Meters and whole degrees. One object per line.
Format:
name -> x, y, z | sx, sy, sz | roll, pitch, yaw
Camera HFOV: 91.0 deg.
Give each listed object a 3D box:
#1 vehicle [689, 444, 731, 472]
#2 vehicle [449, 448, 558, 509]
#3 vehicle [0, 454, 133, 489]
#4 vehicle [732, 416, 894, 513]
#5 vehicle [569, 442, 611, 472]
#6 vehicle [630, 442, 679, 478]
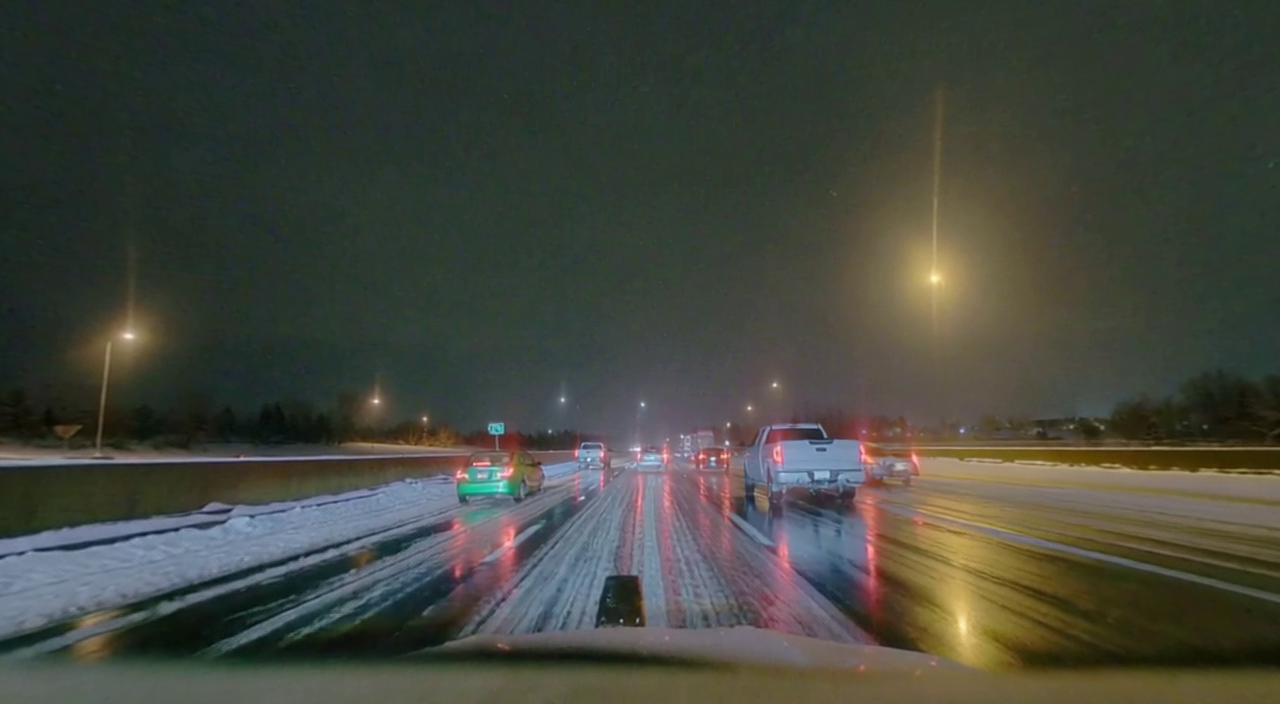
vehicle -> 4.345, 6.654, 39.792 | 2.145, 1.636, 4.437 | 0, -9, 0
vehicle -> -3.552, 3.356, 17.246 | 1.947, 1.424, 4.264 | 0, -9, 1
vehicle -> -33.971, 7.071, 37.601 | 2.129, 1.812, 6.123 | 0, -9, 1
vehicle -> 3.888, 2.682, 15.464 | 2.340, 1.925, 5.529 | 0, -9, -1
vehicle -> -3.072, 6.646, 40.049 | 2.176, 1.783, 4.799 | 0, -9, 1
vehicle -> 0.661, 5.145, 30.093 | 2.147, 1.572, 4.094 | 0, -9, 1
